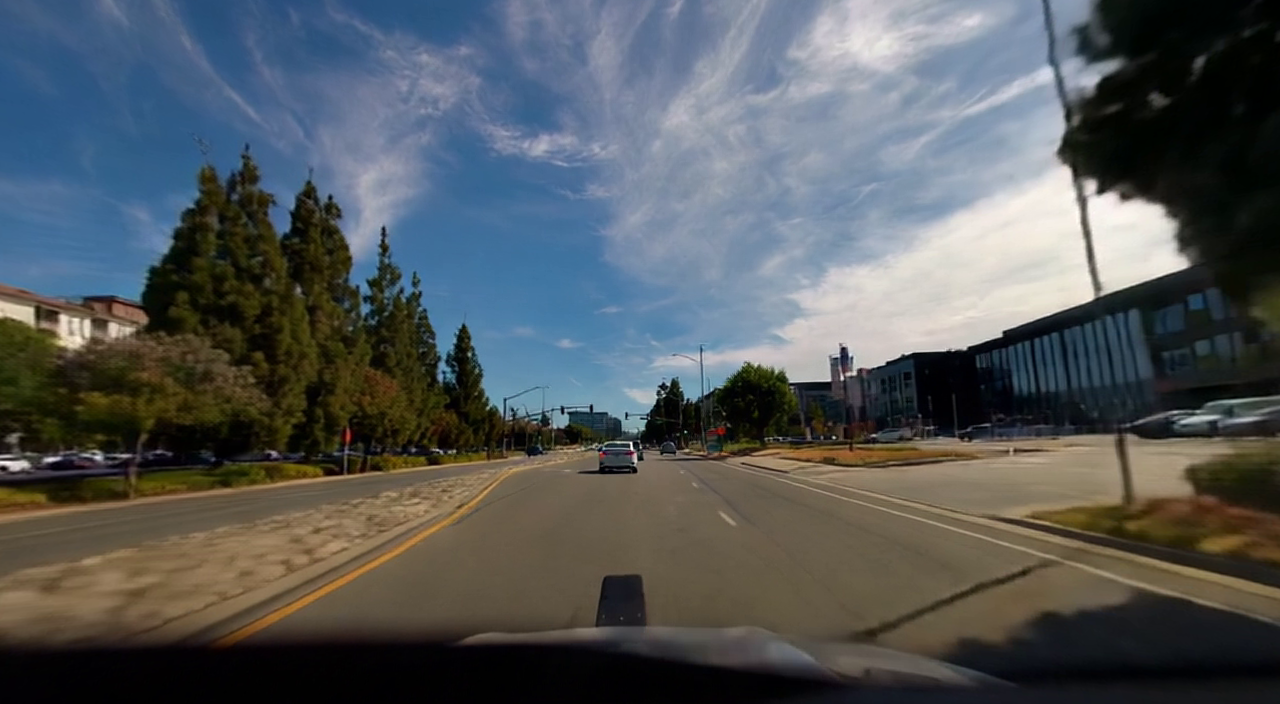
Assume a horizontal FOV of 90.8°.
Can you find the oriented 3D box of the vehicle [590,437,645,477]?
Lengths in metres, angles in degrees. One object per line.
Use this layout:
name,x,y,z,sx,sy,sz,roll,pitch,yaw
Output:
vehicle,-0.868,4.254,25.792,2.075,1.470,3.962,0,-8,0
